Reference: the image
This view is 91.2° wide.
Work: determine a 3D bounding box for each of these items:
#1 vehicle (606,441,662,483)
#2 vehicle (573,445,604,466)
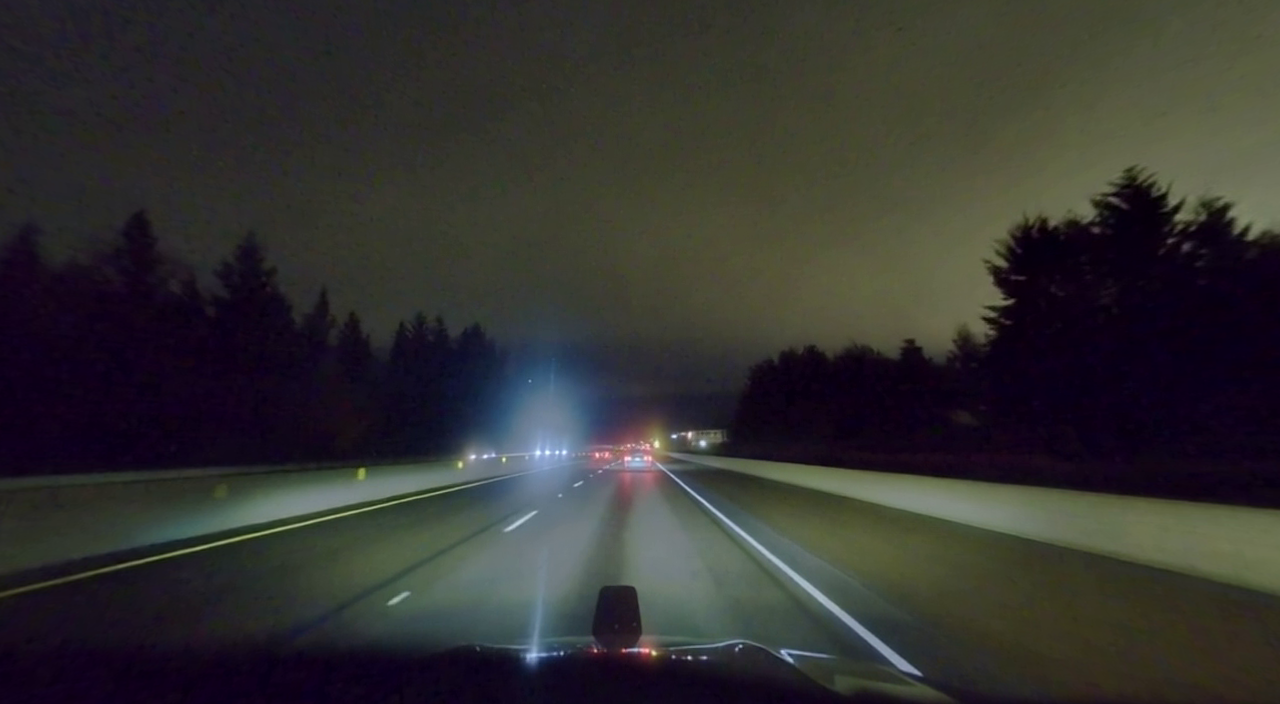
[{"bbox_3d":[-0.266,4.379,25.175,2.066,1.490,3.759,0,-9,-1],"label":"vehicle"},{"bbox_3d":[-3.838,7.777,47.204,1.994,1.470,3.752,-1,-9,-1],"label":"vehicle"}]
